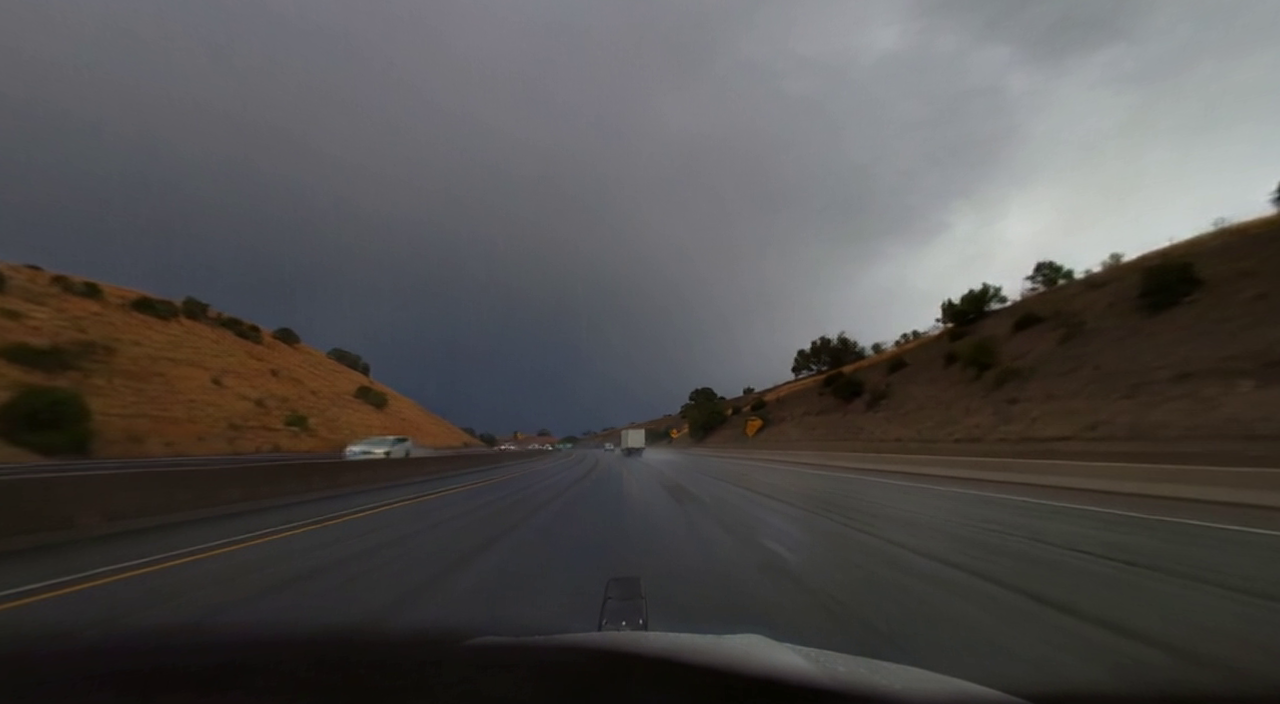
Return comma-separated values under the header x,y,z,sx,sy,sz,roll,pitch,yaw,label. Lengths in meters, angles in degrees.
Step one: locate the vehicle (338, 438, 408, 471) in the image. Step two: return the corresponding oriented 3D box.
x,y,z,sx,sy,sz,roll,pitch,yaw,label
-15.107,5.800,35.987,2.008,1.721,4.625,0,-9,-1,vehicle
